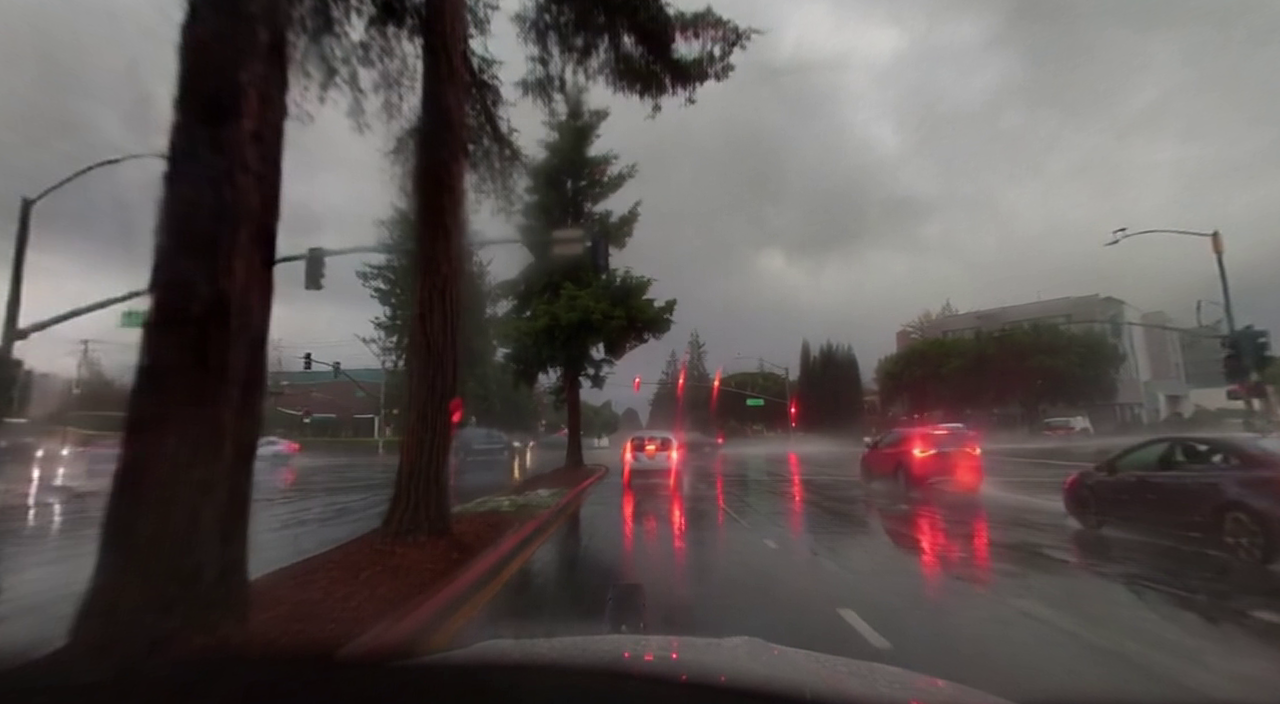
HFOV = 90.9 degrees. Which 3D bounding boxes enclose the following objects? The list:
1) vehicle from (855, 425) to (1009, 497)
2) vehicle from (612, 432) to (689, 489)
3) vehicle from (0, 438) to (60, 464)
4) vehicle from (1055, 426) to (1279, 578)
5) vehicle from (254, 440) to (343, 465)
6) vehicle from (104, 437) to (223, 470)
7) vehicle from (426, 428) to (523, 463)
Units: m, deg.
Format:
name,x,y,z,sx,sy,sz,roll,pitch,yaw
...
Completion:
name,x,y,z,sx,sy,sz,roll,pitch,yaw
vehicle,7.288,2.770,16.343,1.901,1.577,4.348,0,-8,0
vehicle,0.256,3.164,18.655,2.041,1.485,3.813,0,-8,-1
vehicle,-46.696,7.428,47.327,4.118,1.894,2.155,-1,-8,0
vehicle,7.126,1.663,7.526,1.726,1.467,3.793,0,-8,0
vehicle,-20.753,6.115,38.461,4.399,1.445,1.769,-1,-8,1
vehicle,-26.325,5.607,34.966,4.921,1.757,2.036,-1,-8,2
vehicle,-9.072,5.173,34.821,4.786,1.803,1.967,-1,-8,2
